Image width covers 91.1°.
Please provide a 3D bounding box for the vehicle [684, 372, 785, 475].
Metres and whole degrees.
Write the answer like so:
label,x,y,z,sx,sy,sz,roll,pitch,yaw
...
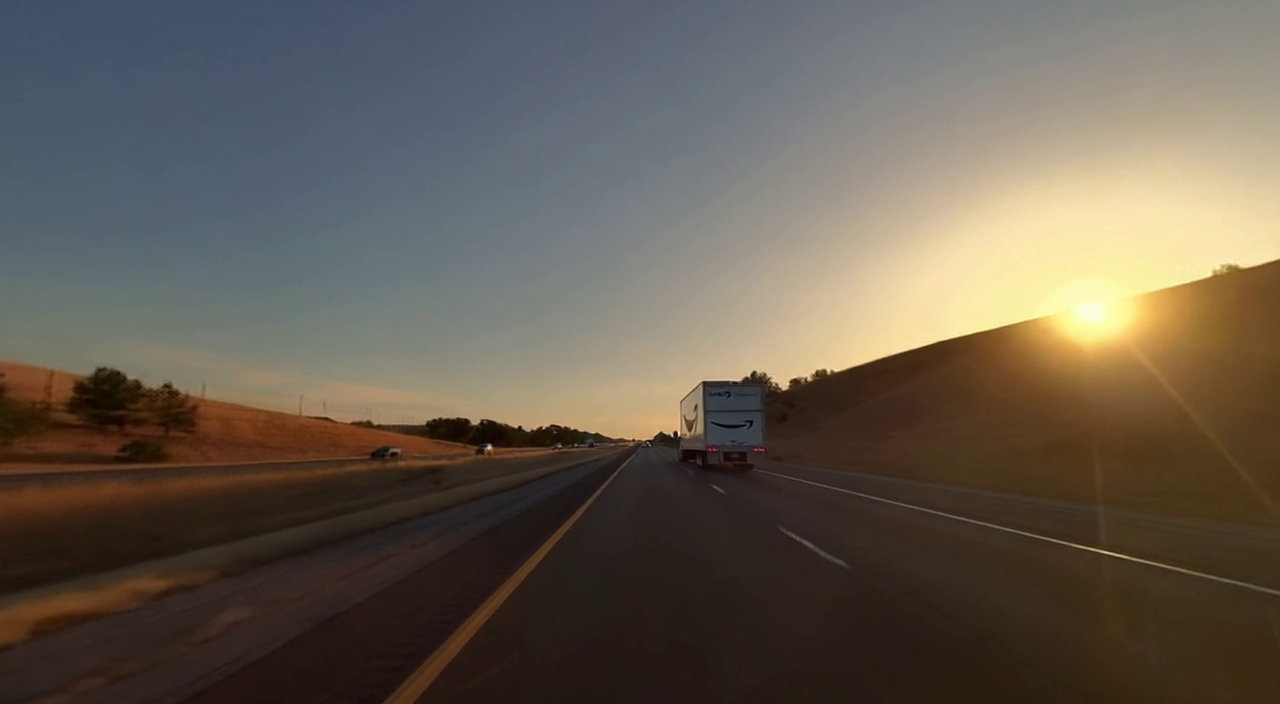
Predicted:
label,x,y,z,sx,sy,sz,roll,pitch,yaw
vehicle,4.596,4.253,35.154,3.190,4.365,16.625,0,-8,0
